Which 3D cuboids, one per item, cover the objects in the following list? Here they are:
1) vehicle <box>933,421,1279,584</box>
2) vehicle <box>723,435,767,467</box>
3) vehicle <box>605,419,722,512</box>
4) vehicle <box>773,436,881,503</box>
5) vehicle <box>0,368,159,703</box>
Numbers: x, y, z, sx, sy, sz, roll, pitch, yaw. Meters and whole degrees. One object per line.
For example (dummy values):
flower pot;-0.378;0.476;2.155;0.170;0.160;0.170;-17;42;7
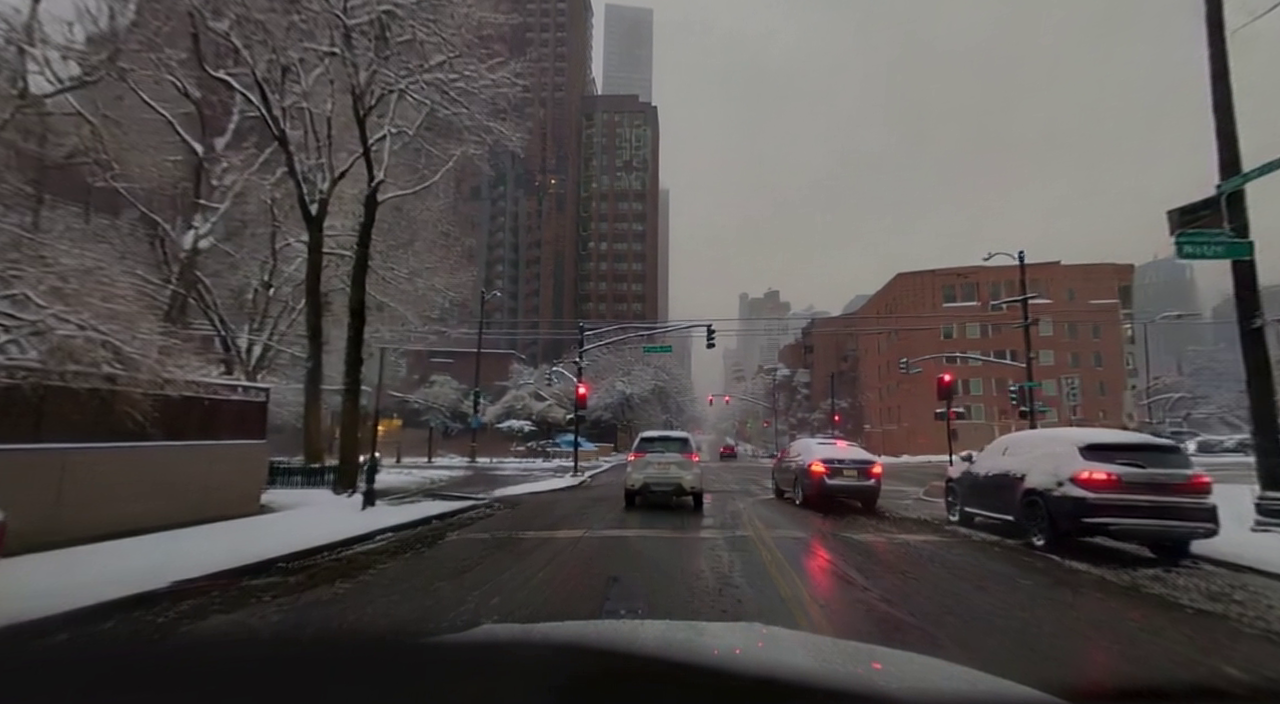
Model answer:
vehicle;6.760;2.114;9.974;2.093;1.815;5.441;-1;-8;5
vehicle;5.920;5.658;36.088;2.111;1.705;4.093;-1;-8;5
vehicle;0.774;2.649;15.235;2.333;1.832;5.200;-1;-9;7
vehicle;5.002;3.185;17.544;2.111;1.619;4.077;-1;-8;6
vehicle;-4.053;0.769;1.464;2.013;1.772;4.439;-1;-8;7
